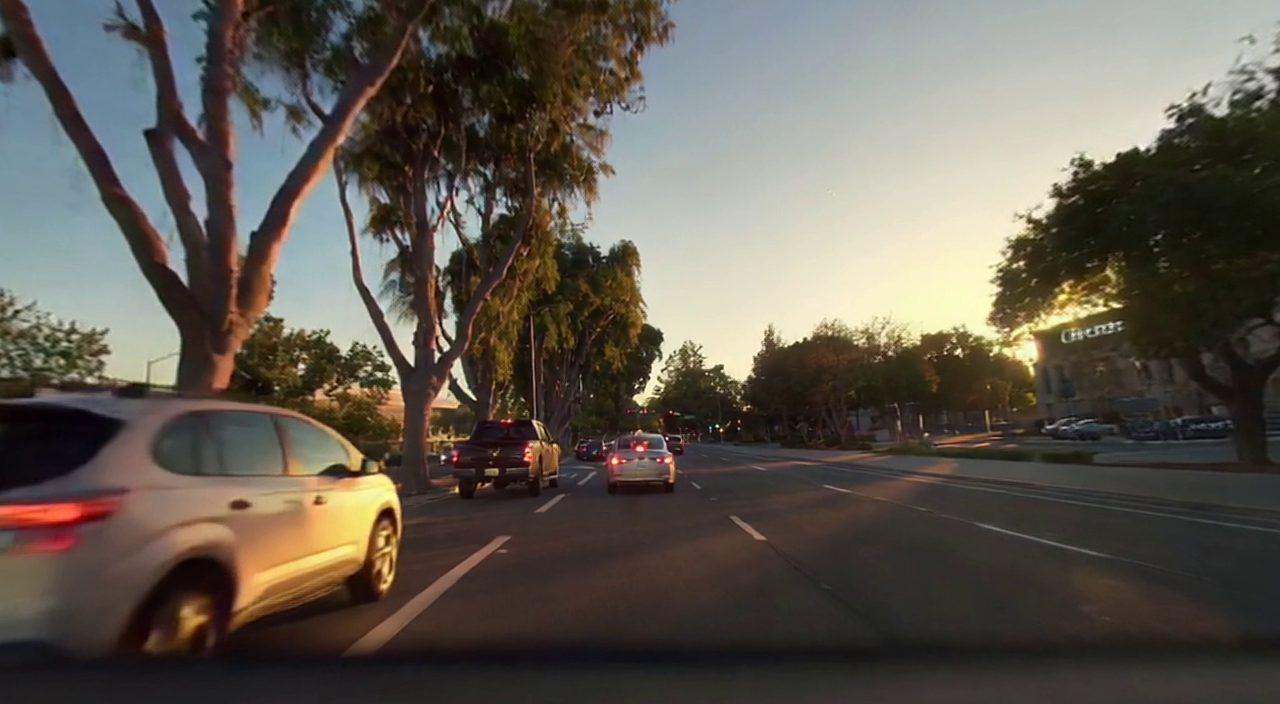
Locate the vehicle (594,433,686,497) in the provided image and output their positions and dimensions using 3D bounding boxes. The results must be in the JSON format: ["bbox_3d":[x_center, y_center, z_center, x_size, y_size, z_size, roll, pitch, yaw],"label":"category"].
[{"bbox_3d":[-0.051,2.932,16.795,2.126,1.475,3.967,0,-8,-1],"label":"vehicle"}]

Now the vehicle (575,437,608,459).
[{"bbox_3d":[-3.592,7.158,47.211,2.147,1.590,4.209,0,-8,0],"label":"vehicle"}]

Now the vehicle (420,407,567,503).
[{"bbox_3d":[-3.385,2.558,15.988,2.301,1.985,5.531,0,-8,1],"label":"vehicle"}]

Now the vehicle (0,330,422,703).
[{"bbox_3d":[-3.337,1.081,4.573,2.046,1.751,4.208,0,-8,-1],"label":"vehicle"}]
